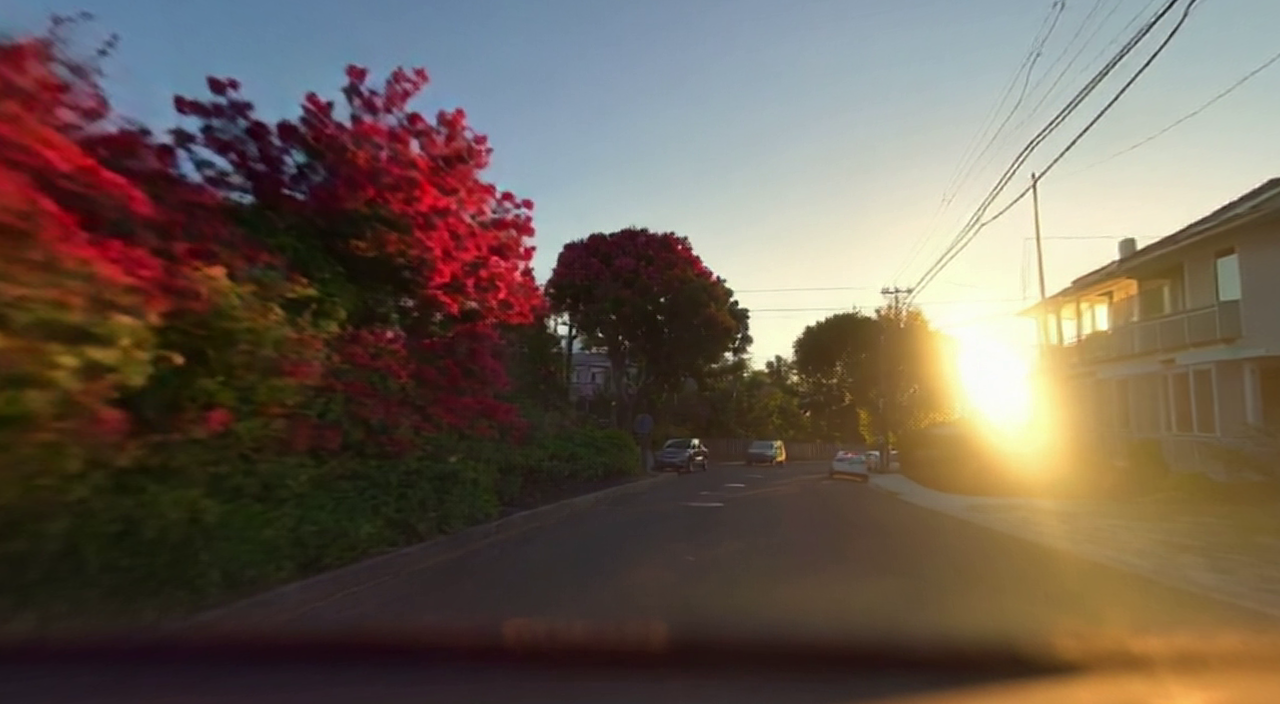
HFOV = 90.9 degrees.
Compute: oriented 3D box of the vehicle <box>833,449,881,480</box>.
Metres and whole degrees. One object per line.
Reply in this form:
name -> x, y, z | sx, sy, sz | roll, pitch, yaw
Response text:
vehicle -> 11.473, 5.908, 33.607 | 2.151, 1.468, 5.066 | -3, -9, 17
